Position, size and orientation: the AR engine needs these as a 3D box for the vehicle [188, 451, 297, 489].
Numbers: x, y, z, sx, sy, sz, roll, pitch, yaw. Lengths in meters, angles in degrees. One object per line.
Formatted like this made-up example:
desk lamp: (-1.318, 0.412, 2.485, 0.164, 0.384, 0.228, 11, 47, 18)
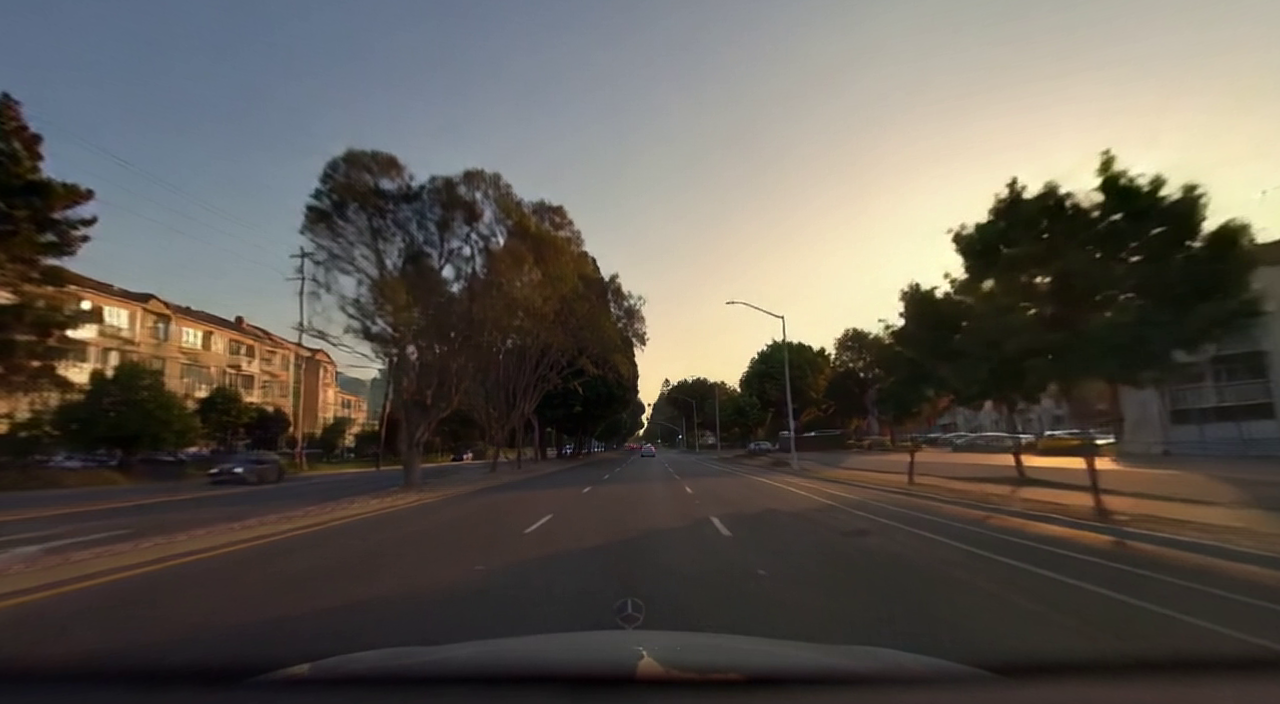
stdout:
vehicle: (-18.308, 5.428, 29.336, 1.874, 1.467, 4.649, -2, -8, 3)
